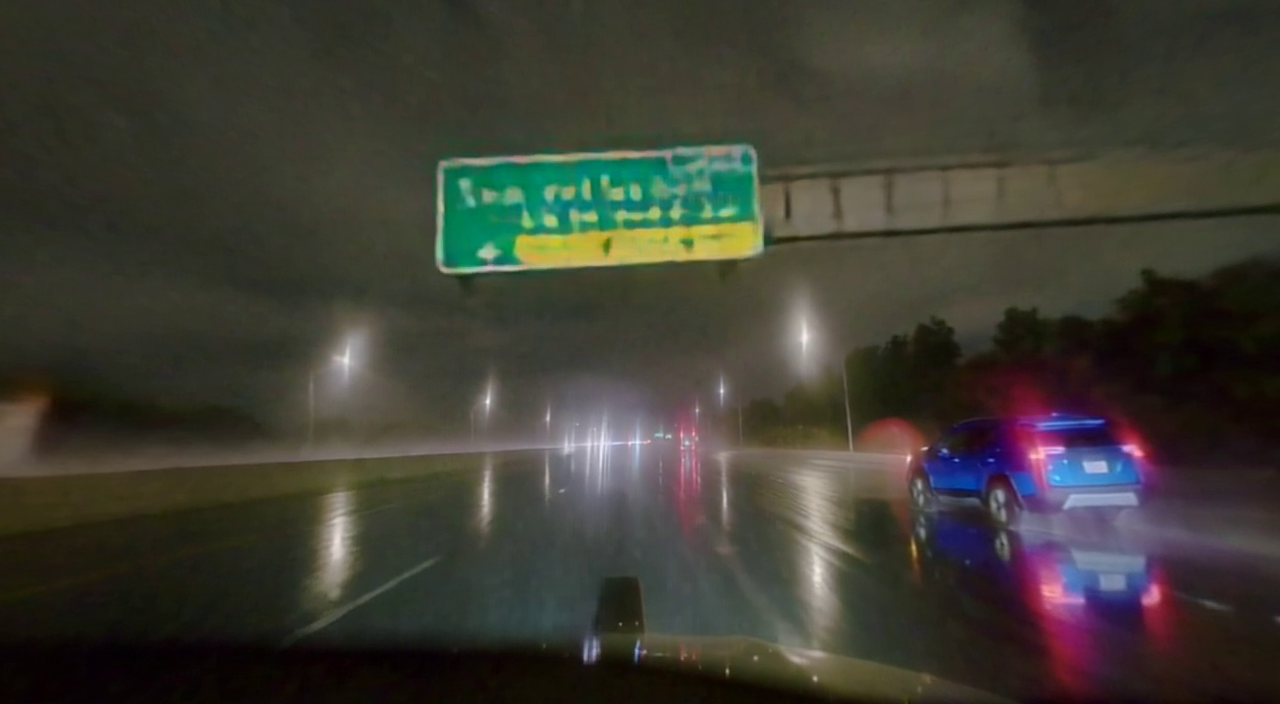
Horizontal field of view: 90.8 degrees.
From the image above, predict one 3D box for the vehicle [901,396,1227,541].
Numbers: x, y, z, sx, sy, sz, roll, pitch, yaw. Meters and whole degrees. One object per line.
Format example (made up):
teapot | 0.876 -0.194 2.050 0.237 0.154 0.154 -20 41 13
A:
vehicle | 6.568 1.875 10.688 2.222 1.899 4.595 0 -8 -1
